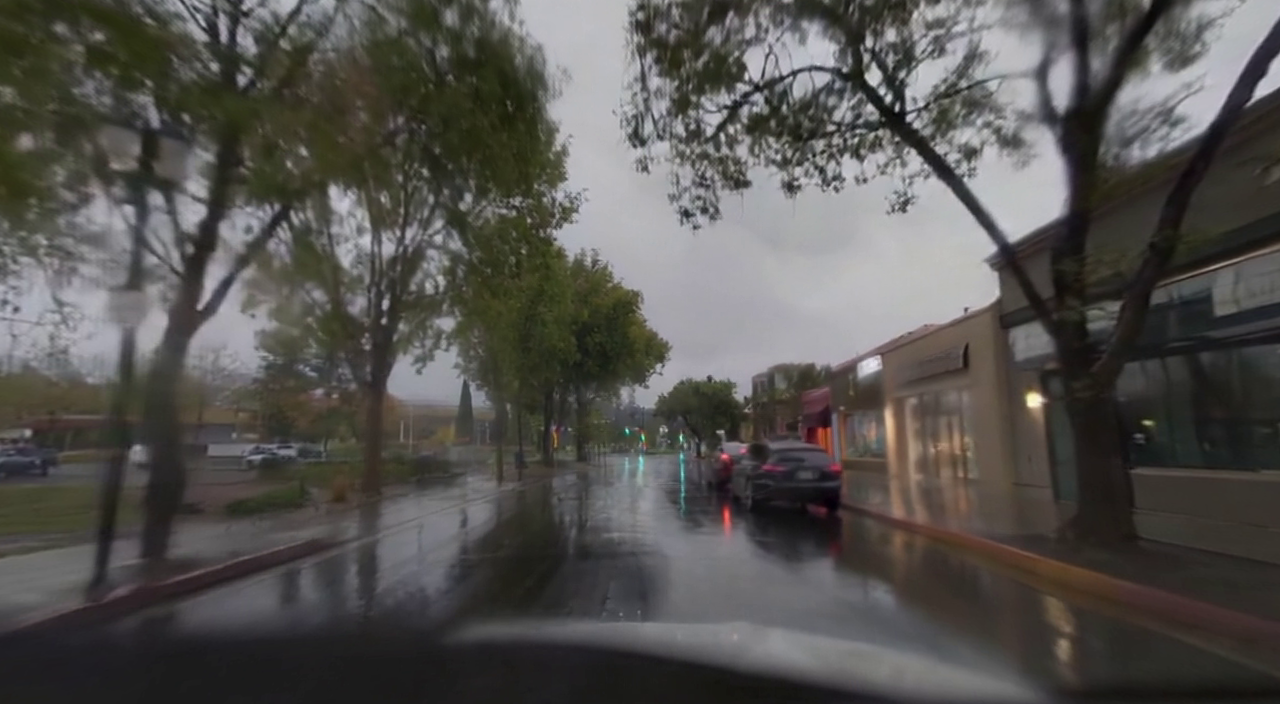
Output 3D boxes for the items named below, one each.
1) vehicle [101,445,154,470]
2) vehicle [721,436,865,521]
[{"bbox_3d":[-36.932,7.571,45.478,2.419,1.687,4.157,10,-12,-44],"label":"vehicle"},{"bbox_3d":[3.108,2.685,13.985,2.064,1.532,4.596,0,-9,0],"label":"vehicle"}]
